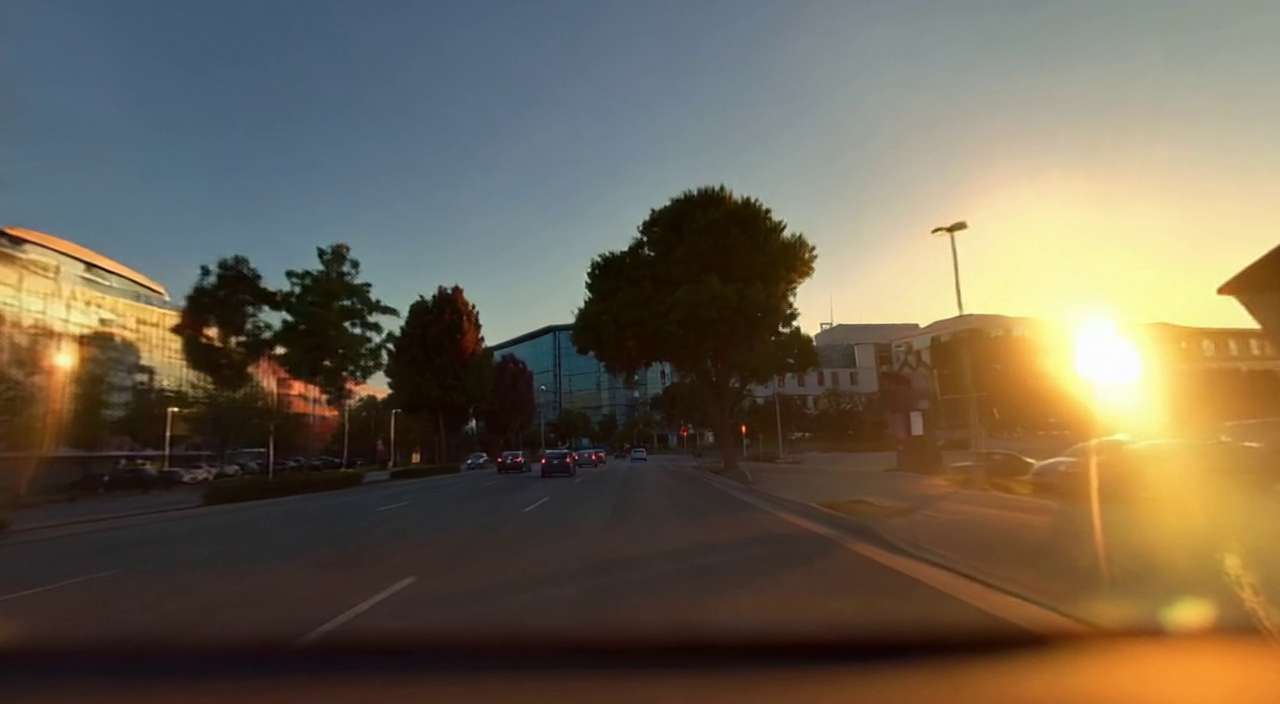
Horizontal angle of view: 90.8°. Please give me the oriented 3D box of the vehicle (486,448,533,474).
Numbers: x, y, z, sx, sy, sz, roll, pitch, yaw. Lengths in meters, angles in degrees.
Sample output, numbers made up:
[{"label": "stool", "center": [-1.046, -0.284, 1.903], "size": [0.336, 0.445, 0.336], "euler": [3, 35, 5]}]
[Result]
[{"label": "vehicle", "center": [-8.322, 6.967, 40.686], "size": [1.976, 1.497, 4.709], "euler": [0, -9, 1]}]

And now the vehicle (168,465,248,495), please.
[{"label": "vehicle", "center": [-27.091, 8.005, 39.812], "size": [1.758, 1.566, 4.531], "euler": [-4, -9, 1]}]

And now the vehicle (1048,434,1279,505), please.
[{"label": "vehicle", "center": [12.860, 2.830, 15.447], "size": [4.313, 1.596, 2.028], "euler": [0, -9, 1]}]

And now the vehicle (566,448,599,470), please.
[{"label": "vehicle", "center": [-4.016, 7.557, 44.736], "size": [1.971, 1.414, 4.317], "euler": [0, -9, 0]}]

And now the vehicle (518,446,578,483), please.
[{"label": "vehicle", "center": [-4.094, 5.073, 28.758], "size": [2.011, 1.483, 4.596], "euler": [-1, -9, 0]}]
